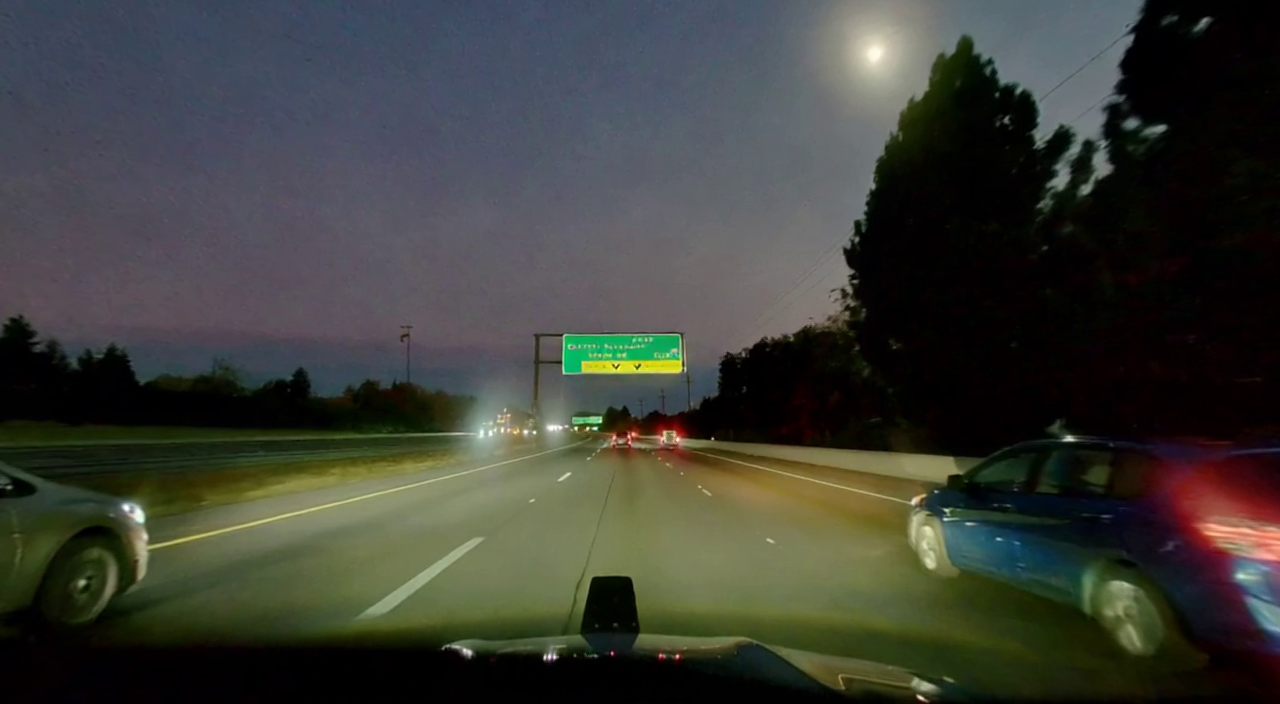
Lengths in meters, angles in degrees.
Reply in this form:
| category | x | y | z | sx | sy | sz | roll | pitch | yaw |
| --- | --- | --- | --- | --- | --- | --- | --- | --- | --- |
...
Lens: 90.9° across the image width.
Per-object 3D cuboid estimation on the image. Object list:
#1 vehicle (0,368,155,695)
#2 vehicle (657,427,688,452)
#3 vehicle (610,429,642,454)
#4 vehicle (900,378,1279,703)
| category | x | y | z | sx | sy | sz | roll | pitch | yaw |
| --- | --- | --- | --- | --- | --- | --- | --- | --- | --- |
| vehicle | -4.163 | 0.738 | 1.962 | 2.100 | 1.590 | 4.077 | 0 | -7 | -2 |
| vehicle | 2.552 | 6.931 | 49.861 | 1.976 | 1.905 | 3.263 | 1 | -7 | -5 |
| vehicle | -1.041 | 6.410 | 45.080 | 2.159 | 1.690 | 3.720 | 0 | -7 | -2 |
| vehicle | 3.400 | 0.996 | 3.340 | 2.063 | 1.537 | 4.465 | 0 | -7 | -1 |
